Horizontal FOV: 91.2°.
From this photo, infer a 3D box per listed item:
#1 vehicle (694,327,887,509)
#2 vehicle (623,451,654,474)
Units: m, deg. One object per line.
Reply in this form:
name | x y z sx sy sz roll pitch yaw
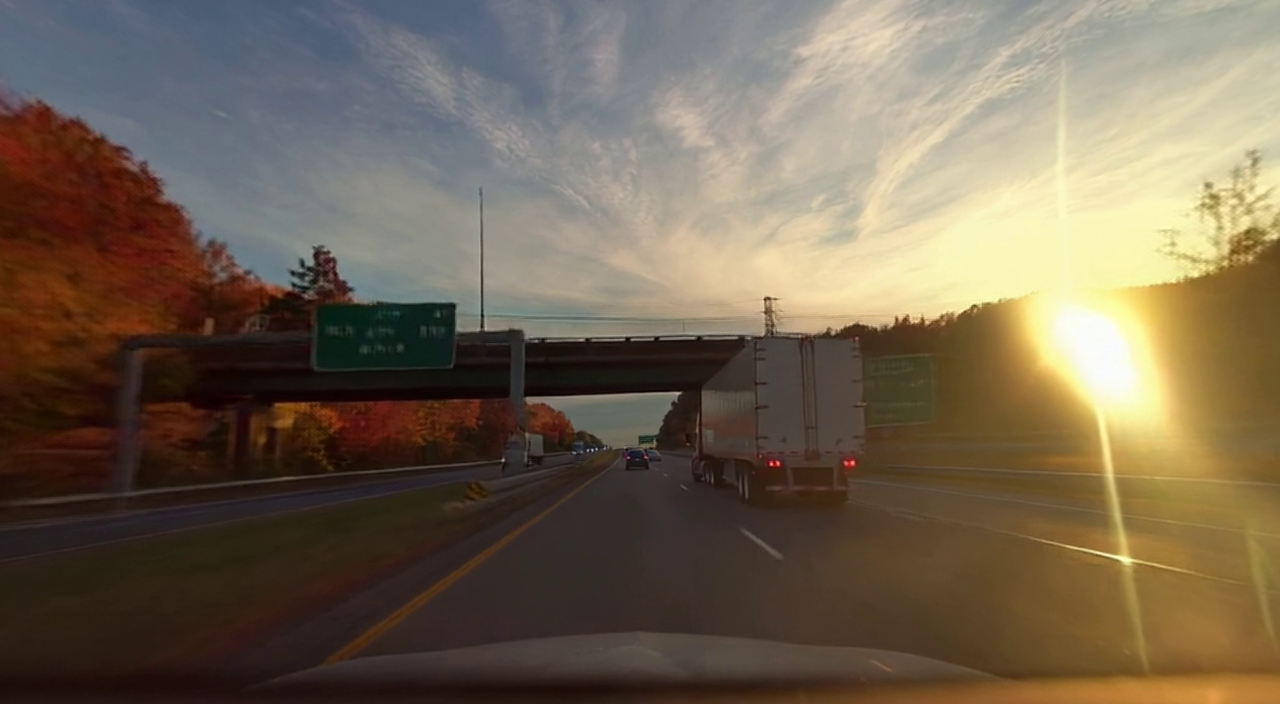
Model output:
vehicle | 4.121 2.659 21.885 2.956 4.281 14.327 0 -9 -1
vehicle | -0.111 7.365 42.051 1.961 1.454 3.755 0 -9 0
